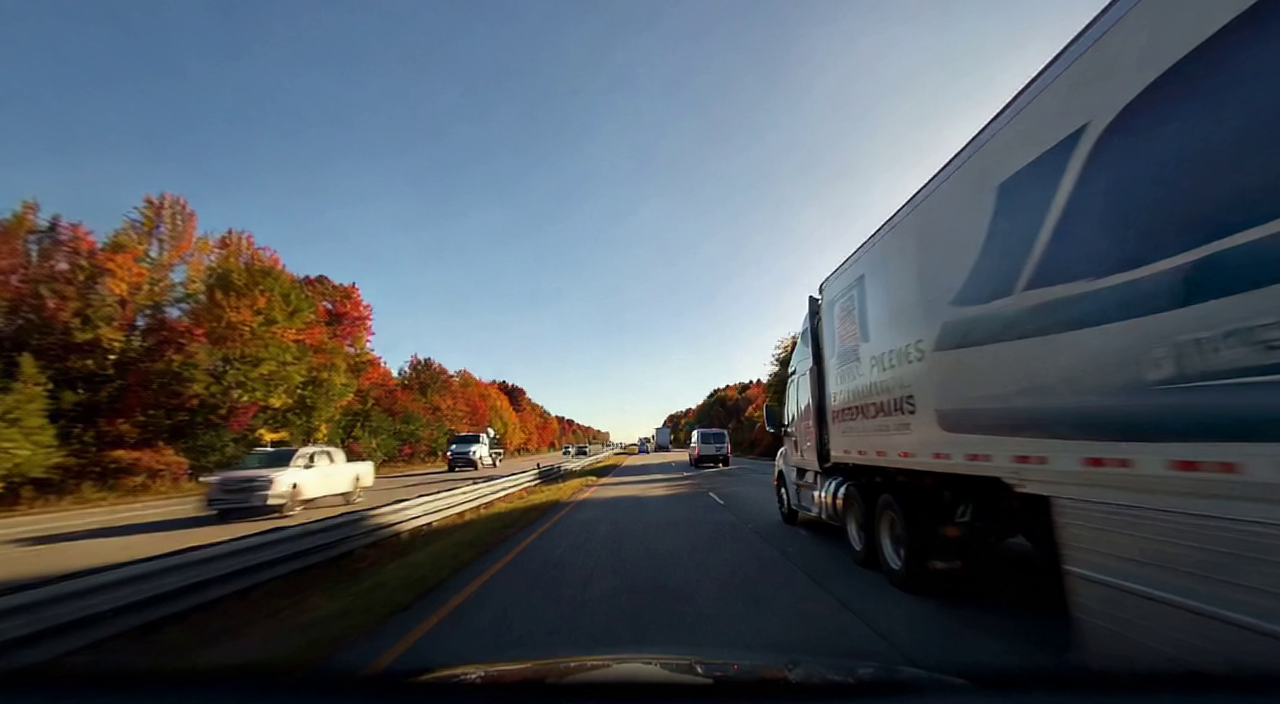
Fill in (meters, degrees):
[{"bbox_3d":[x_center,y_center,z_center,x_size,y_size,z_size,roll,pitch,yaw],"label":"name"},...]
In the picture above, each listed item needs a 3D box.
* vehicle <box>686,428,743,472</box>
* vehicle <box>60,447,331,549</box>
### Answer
[{"bbox_3d":[3.788,5.122,33.034,2.291,2.112,5.052,0,-8,-1],"label":"vehicle"},{"bbox_3d":[-7.950,2.581,11.930,1.914,1.523,4.361,0,-8,0],"label":"vehicle"}]
